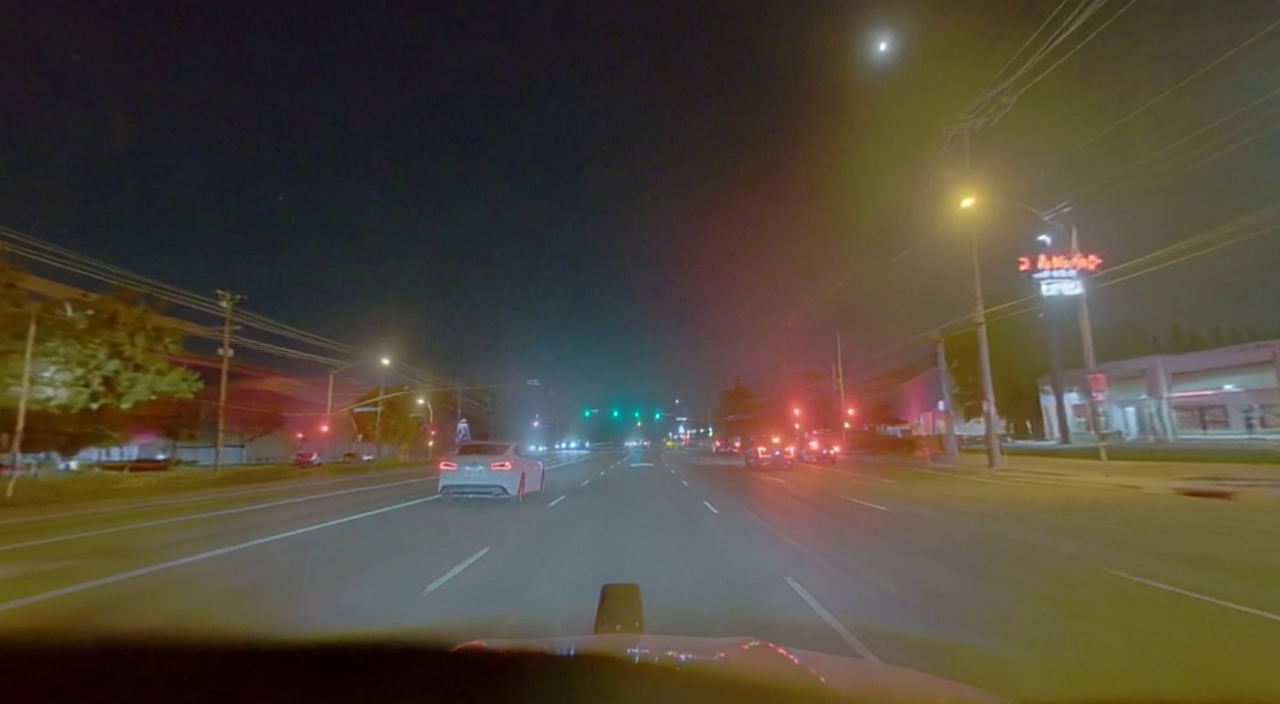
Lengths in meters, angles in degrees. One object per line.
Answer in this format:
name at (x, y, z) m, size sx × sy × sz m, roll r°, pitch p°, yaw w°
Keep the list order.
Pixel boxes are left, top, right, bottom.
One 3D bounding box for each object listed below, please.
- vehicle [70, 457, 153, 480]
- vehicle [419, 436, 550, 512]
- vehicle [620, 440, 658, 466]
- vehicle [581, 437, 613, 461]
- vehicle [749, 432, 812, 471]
vehicle at (-40.132, 8.824, 48.019) m, size 4.488 × 1.463 × 1.905 m, roll -2°, pitch -8°, yaw -5°
vehicle at (-3.320, 2.681, 14.434) m, size 1.837 × 1.463 × 4.311 m, roll 0°, pitch -8°, yaw 1°
vehicle at (-0.078, 5.925, 37.085) m, size 2.098 × 1.431 × 3.958 m, roll 0°, pitch -8°, yaw 0°
vehicle at (-3.250, 7.462, 48.724) m, size 2.033 × 1.714 × 4.278 m, roll 0°, pitch -8°, yaw 1°
vehicle at (6.588, 4.699, 30.097) m, size 1.945 × 1.706 × 4.190 m, roll 0°, pitch -8°, yaw -2°
